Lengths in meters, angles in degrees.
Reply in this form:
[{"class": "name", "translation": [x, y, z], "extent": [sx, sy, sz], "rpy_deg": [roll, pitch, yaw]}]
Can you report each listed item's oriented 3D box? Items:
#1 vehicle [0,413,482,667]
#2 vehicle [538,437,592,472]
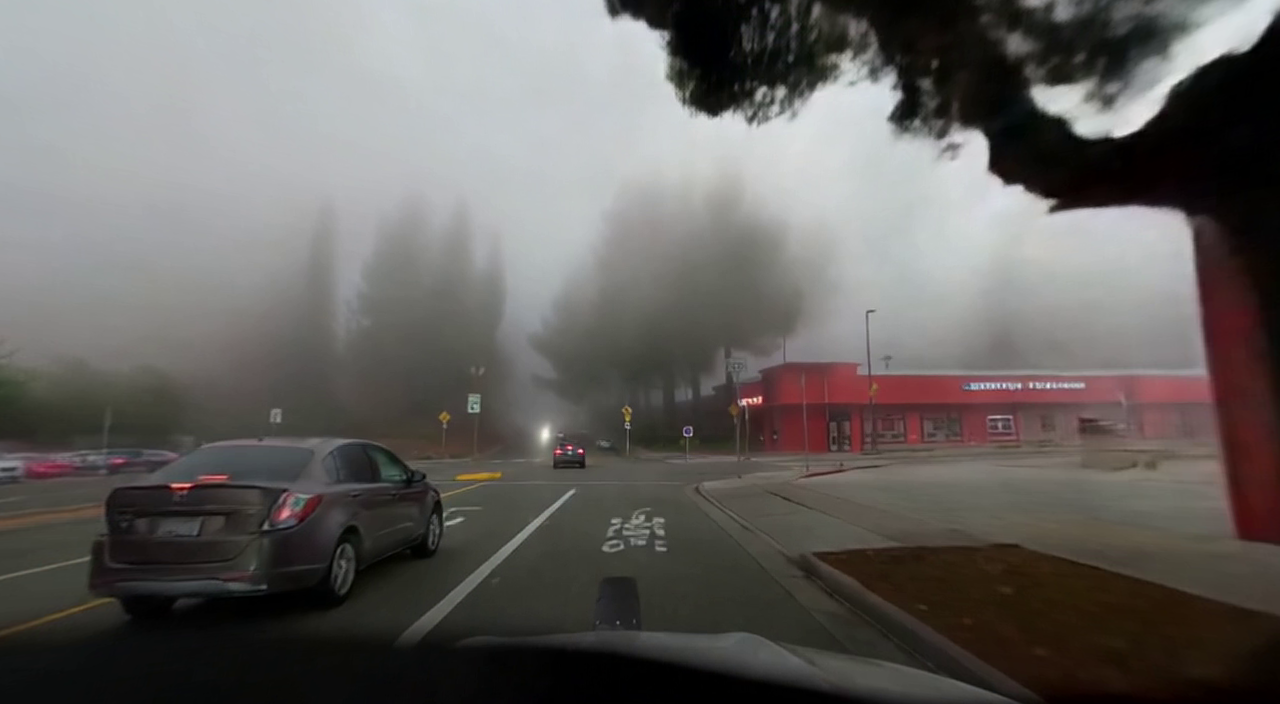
[{"class": "vehicle", "translation": [-3.023, 1.412, 5.956], "extent": [1.853, 1.478, 4.381], "rpy_deg": [0, -8, 1]}, {"class": "vehicle", "translation": [-3.229, 4.481, 27.840], "extent": [1.962, 1.424, 4.289], "rpy_deg": [0, -8, -1]}]
